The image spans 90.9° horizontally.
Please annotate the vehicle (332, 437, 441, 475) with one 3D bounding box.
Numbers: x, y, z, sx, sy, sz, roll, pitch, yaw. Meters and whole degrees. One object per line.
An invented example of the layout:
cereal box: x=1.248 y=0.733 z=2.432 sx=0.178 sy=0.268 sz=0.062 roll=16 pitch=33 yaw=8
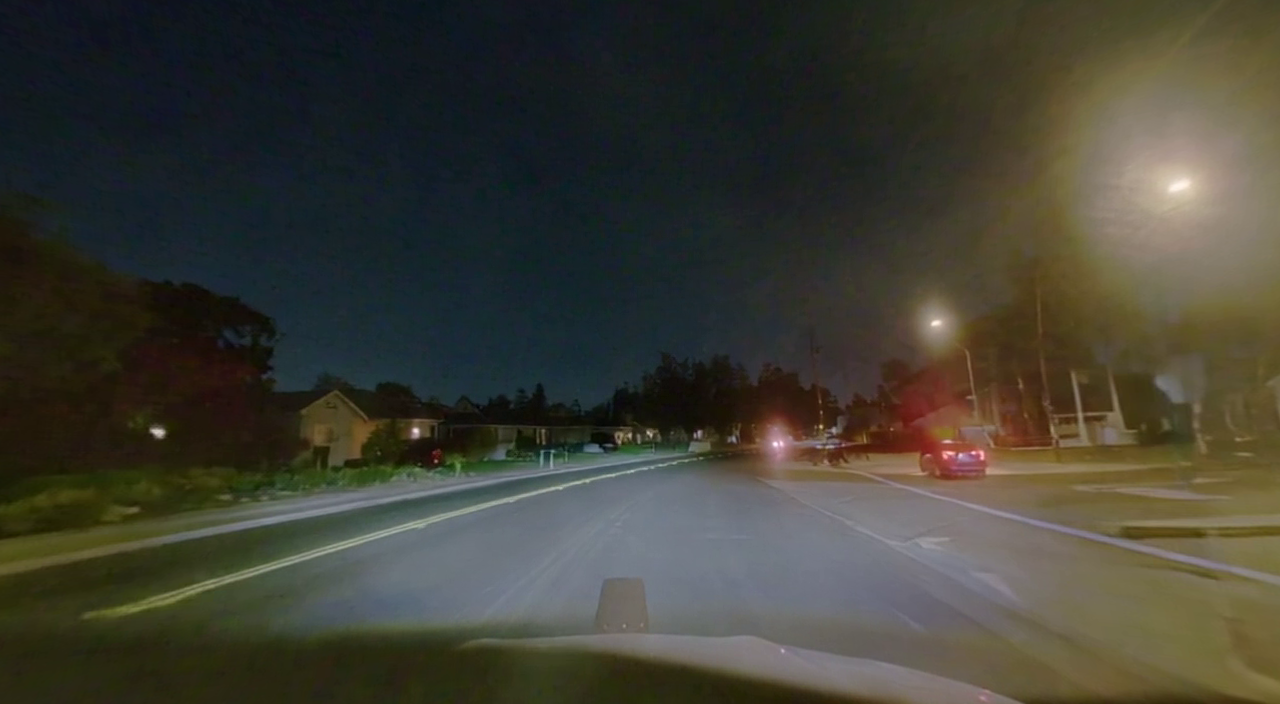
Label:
vehicle: x=-11.798 y=4.873 z=29.728 sx=4.485 sy=1.663 sz=2.111 roll=2 pitch=-9 yaw=-15
